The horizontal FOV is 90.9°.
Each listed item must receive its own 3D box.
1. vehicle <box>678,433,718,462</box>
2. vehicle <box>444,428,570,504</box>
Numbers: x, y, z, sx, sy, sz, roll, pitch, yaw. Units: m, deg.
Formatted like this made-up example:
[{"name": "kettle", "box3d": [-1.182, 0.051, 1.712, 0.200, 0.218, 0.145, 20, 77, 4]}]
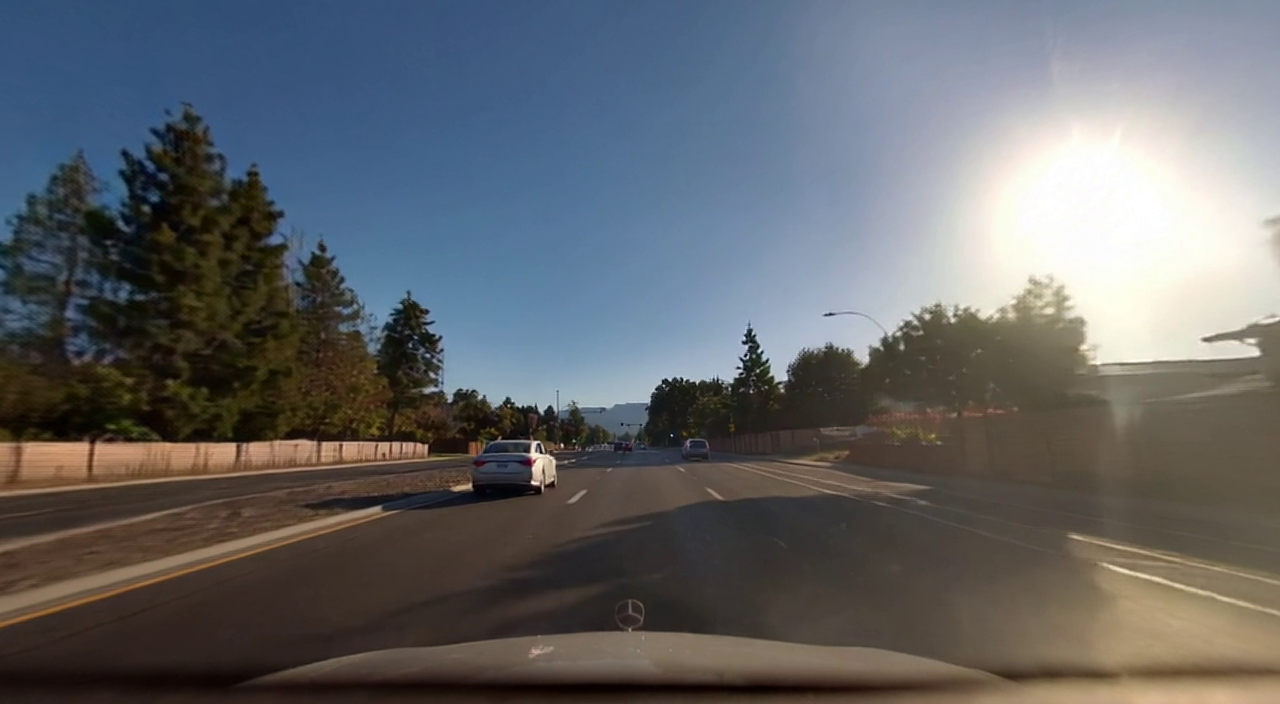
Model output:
[{"name": "vehicle", "box3d": [3.776, 6.298, 41.629, 2.114, 1.780, 4.445, 0, -8, -1]}, {"name": "vehicle", "box3d": [-2.958, 2.647, 15.049, 1.966, 1.524, 4.410, 0, -8, 1]}]
